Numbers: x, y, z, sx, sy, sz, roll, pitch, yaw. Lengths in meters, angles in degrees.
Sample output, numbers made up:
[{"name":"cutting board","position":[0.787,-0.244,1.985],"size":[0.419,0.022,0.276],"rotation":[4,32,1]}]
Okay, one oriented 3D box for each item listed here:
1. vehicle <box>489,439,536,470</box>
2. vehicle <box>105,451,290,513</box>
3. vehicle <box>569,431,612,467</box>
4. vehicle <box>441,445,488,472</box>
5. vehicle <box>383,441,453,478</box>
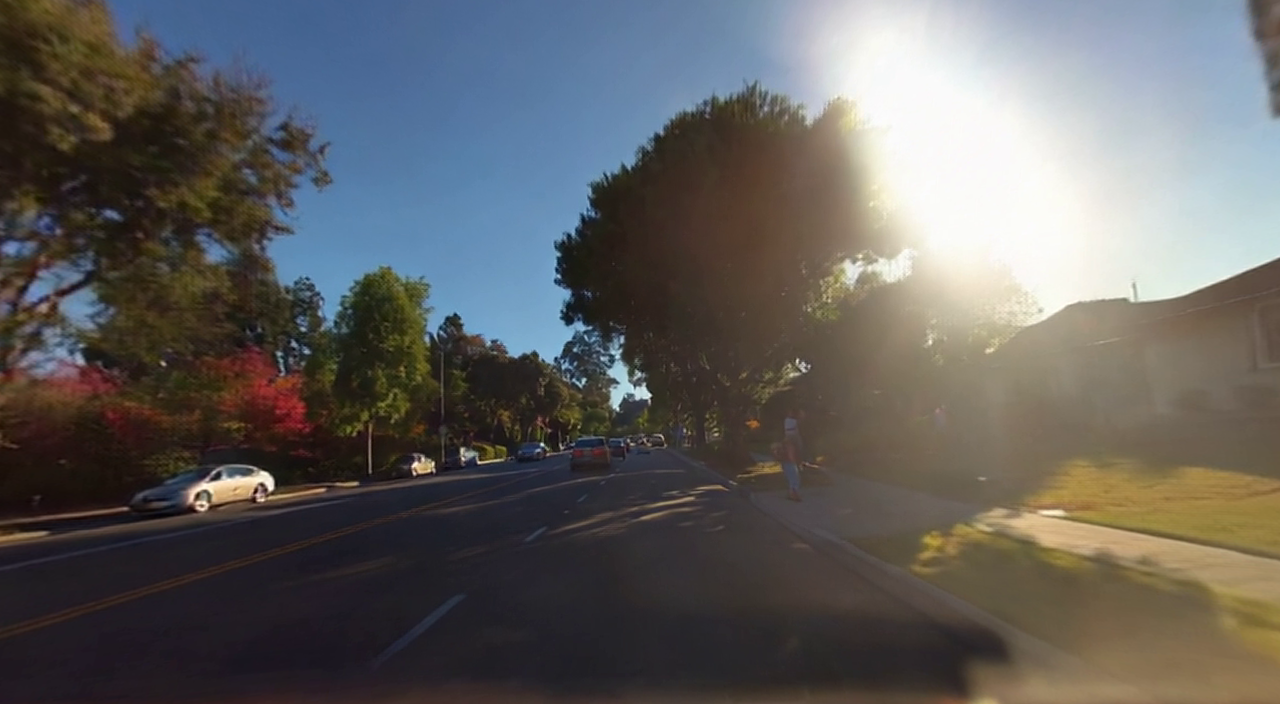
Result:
[{"name":"vehicle","position":[-8.451,6.799,41.991],"size":[2.019,1.907,4.697],"rotation":[0,-8,2]},{"name":"vehicle","position":[-12.206,3.581,17.820],"size":[1.887,1.469,4.691],"rotation":[0,-9,-1]},{"name":"vehicle","position":[-2.632,5.251,34.225],"size":[1.908,1.809,4.230],"rotation":[0,-8,2]},{"name":"vehicle","position":[-11.638,7.057,41.917],"size":[1.910,1.462,4.581],"rotation":[-4,-7,-1]},{"name":"vehicle","position":[-11.691,5.646,33.429],"size":[1.904,1.728,4.997],"rotation":[1,-8,-1]}]
